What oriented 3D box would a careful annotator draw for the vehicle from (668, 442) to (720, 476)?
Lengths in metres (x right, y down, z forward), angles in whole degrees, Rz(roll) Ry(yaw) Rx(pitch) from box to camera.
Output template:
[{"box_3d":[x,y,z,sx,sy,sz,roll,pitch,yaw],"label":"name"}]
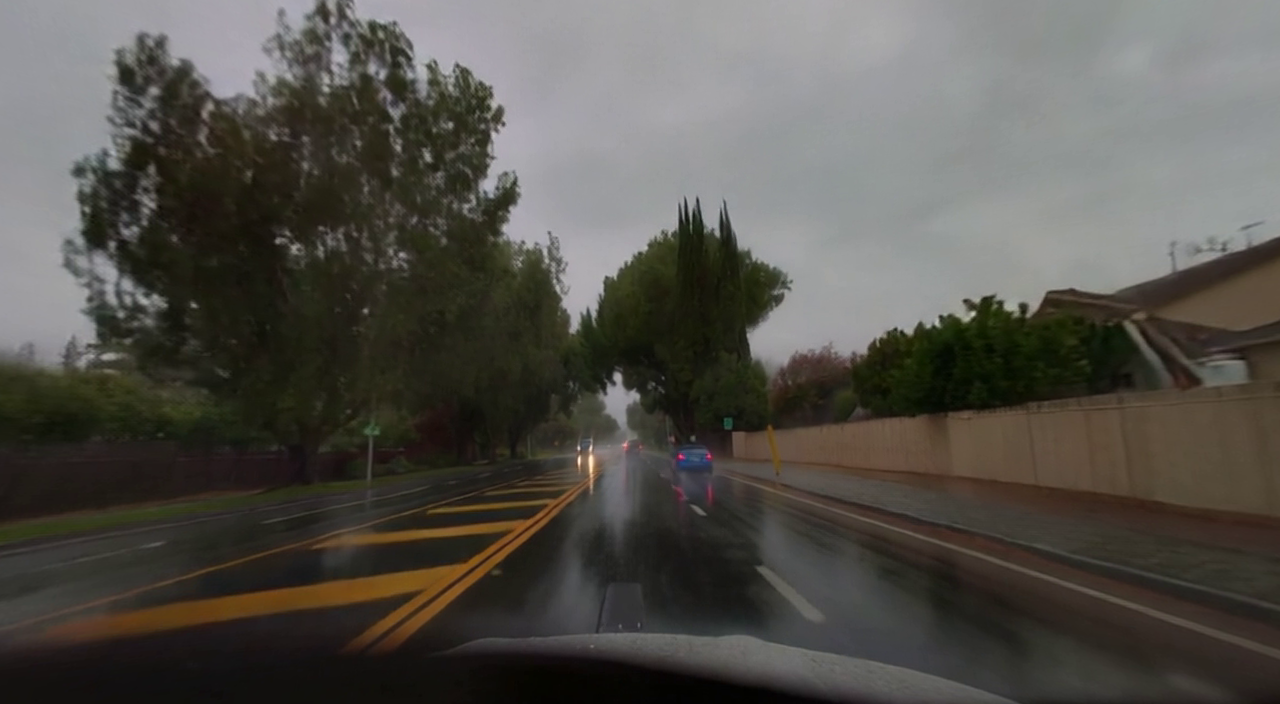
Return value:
[{"box_3d":[2.464,5.000,29.814,1.991,1.476,4.153,0,-9,-1],"label":"vehicle"}]
